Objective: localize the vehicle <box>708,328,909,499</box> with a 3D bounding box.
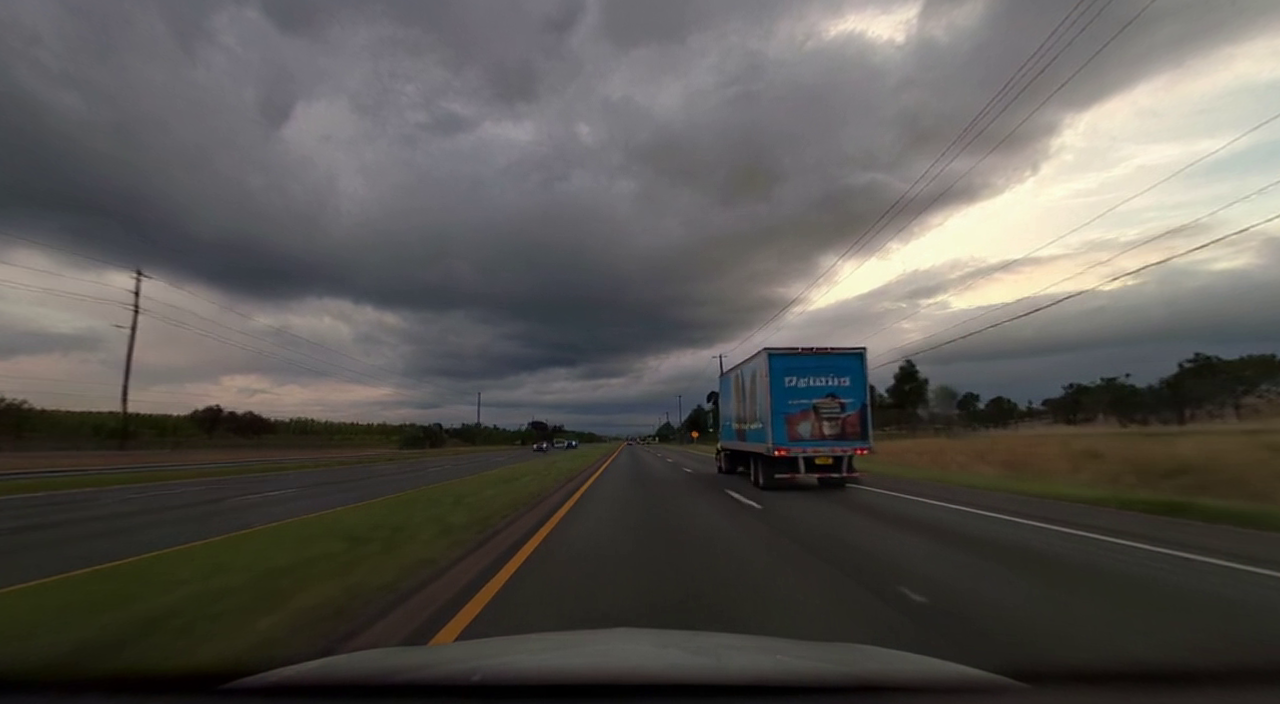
[{"bbox_3d":[4.126,1.945,18.208,3.037,3.672,9.136,0,-8,-1],"label":"vehicle"}]
